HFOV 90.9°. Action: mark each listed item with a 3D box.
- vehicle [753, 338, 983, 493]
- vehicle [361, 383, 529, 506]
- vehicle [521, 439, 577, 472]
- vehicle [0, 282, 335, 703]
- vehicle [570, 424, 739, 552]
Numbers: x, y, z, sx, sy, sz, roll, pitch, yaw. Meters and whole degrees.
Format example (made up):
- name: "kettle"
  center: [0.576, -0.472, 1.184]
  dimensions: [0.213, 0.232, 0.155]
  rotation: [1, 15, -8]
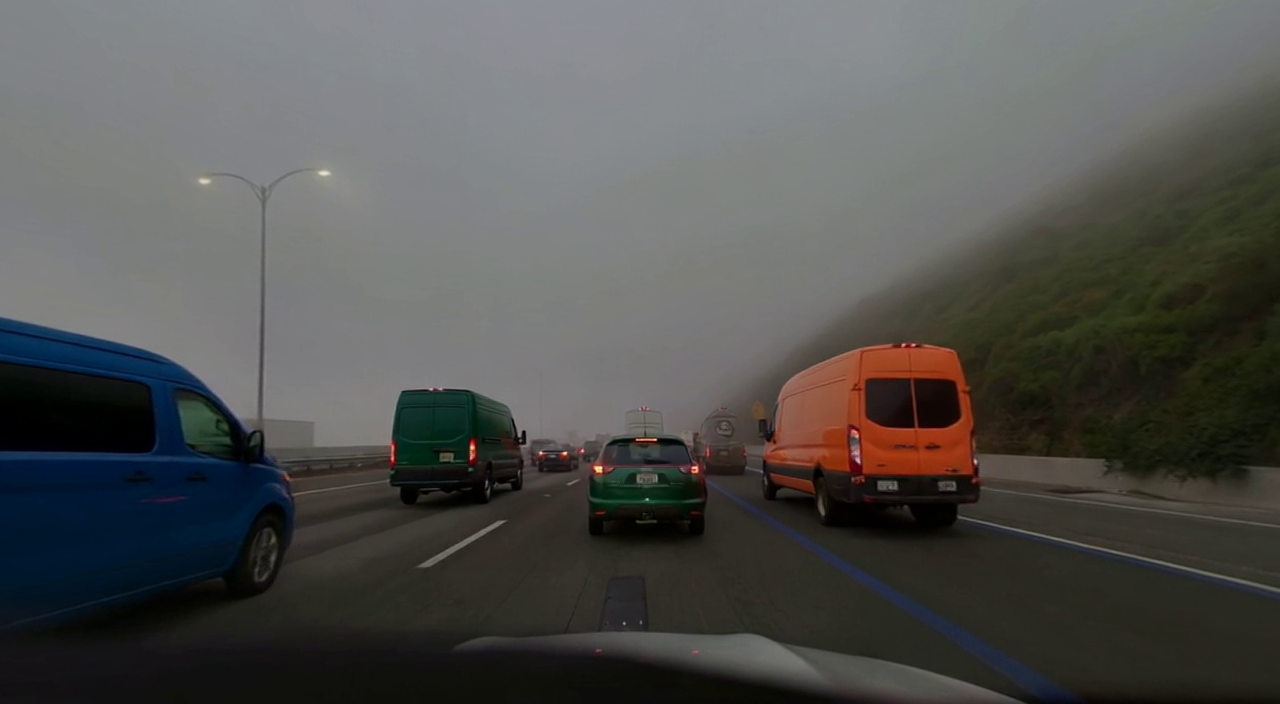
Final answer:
- name: "vehicle"
  center: [6.736, 2.382, 21.485]
  dimensions: [2.977, 3.878, 11.111]
  rotation: [0, -8, -4]
- name: "vehicle"
  center: [-4.530, 2.324, 15.942]
  dimensions: [2.300, 2.522, 5.701]
  rotation: [-1, -8, 1]
- name: "vehicle"
  center: [-4.302, 4.958, 30.449]
  dimensions: [2.007, 1.457, 4.447]
  rotation: [0, -8, 1]
- name: "vehicle"
  center: [-4.252, 0.795, 3.649]
  dimensions: [2.195, 2.086, 5.445]
  rotation: [0, -8, 0]
- name: "vehicle"
  center: [0.126, 1.914, 9.532]
  dimensions: [2.003, 1.499, 3.930]
  rotation: [0, -8, -1]
